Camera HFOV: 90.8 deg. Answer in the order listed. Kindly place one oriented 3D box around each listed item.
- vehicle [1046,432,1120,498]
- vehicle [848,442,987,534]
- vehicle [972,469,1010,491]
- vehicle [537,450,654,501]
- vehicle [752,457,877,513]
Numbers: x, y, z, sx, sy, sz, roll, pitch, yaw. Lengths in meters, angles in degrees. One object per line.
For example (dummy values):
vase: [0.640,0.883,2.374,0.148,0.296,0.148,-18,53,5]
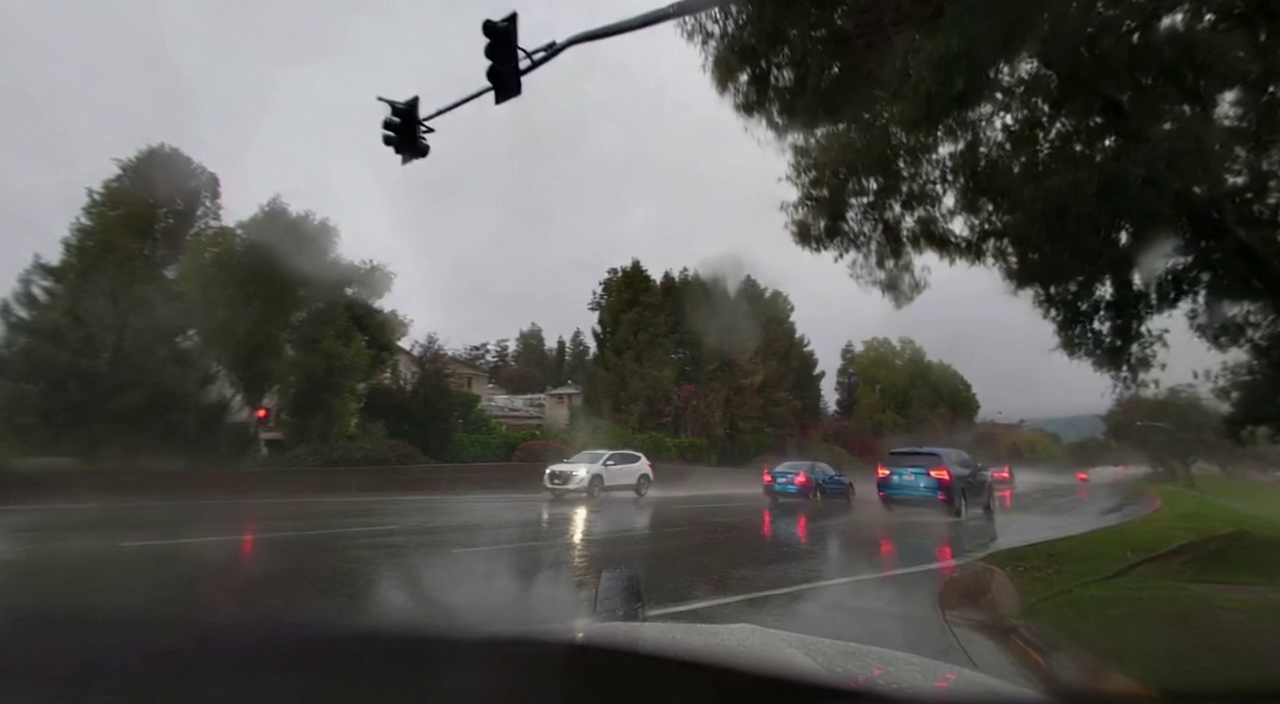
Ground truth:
vehicle: [32.315,8.044,45.848,2.945,4.155,10.649,-7,-11,40]
vehicle: [6.792,3.111,15.212,2.125,1.830,4.370,-6,-10,35]
vehicle: [27.095,9.829,48.661,1.822,1.491,4.237,-7,-11,37]
vehicle: [-1.716,4.934,25.680,1.973,1.826,4.538,-8,-12,43]
vehicle: [5.981,4.384,21.370,2.123,1.592,4.505,-8,-12,43]
